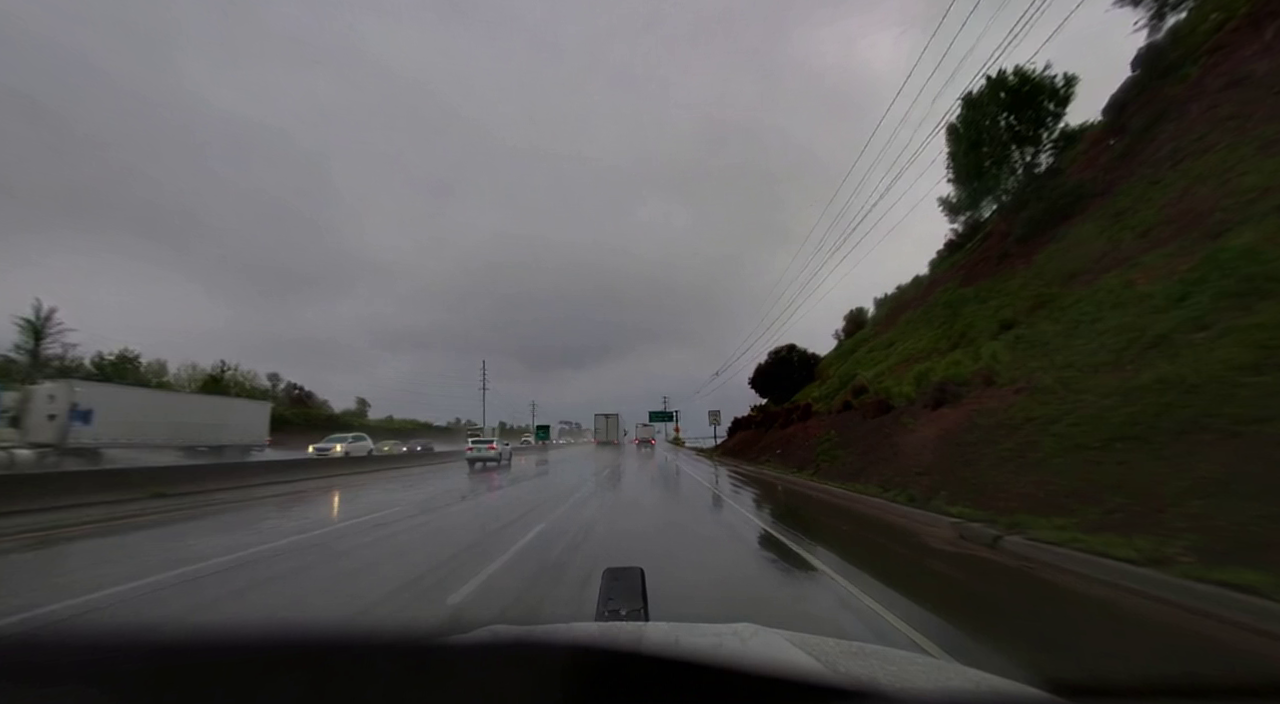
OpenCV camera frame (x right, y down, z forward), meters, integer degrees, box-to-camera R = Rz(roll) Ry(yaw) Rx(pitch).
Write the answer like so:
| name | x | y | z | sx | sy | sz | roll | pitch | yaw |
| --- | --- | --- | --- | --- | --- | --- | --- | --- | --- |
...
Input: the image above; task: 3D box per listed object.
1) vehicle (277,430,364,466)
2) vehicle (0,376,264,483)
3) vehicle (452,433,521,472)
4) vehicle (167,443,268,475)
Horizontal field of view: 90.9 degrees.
| name | x | y | z | sx | sy | sz | roll | pitch | yaw |
| --- | --- | --- | --- | --- | --- | --- | --- | --- | --- |
| vehicle | -16.625 | 5.045 | 33.145 | 2.021 | 1.744 | 4.750 | 0 | -8 | 0 |
| vehicle | -24.717 | 4.046 | 31.852 | 2.902 | 4.196 | 13.673 | 0 | -8 | 0 |
| vehicle | -7.491 | 4.954 | 31.336 | 2.192 | 1.762 | 4.559 | 0 | -8 | 1 |
| vehicle | -20.991 | 5.306 | 31.577 | 1.909 | 1.460 | 4.467 | 0 | -8 | 0 |
